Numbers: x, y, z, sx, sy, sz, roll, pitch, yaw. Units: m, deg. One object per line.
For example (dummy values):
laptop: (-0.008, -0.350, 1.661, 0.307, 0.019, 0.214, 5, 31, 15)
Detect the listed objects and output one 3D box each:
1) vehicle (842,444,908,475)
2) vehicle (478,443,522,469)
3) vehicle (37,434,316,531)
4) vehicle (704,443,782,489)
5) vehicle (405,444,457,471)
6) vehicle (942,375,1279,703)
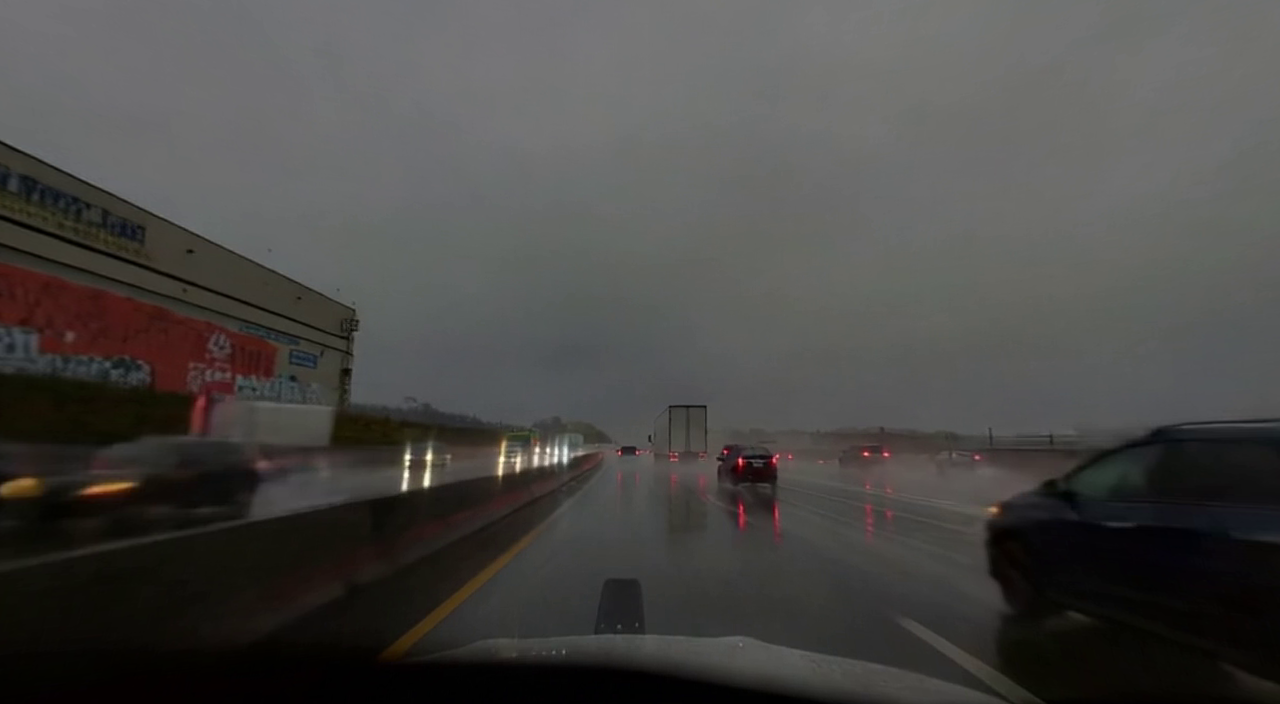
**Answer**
vehicle: (13.564, 6.220, 36.455, 2.107, 1.648, 4.324, 0, -9, 0)
vehicle: (-9.006, 6.731, 40.635, 1.933, 1.553, 4.112, 0, -9, -1)
vehicle: (-8.334, 2.363, 11.961, 1.895, 1.483, 4.494, 0, -9, 0)
vehicle: (3.834, 4.326, 24.155, 2.085, 1.588, 4.436, 0, -9, -2)
vehicle: (-12.874, 6.502, 38.897, 1.856, 1.548, 4.007, 0, -9, 0)
vehicle: (3.700, 0.974, 3.075, 2.045, 1.605, 4.674, 0, -9, -1)
